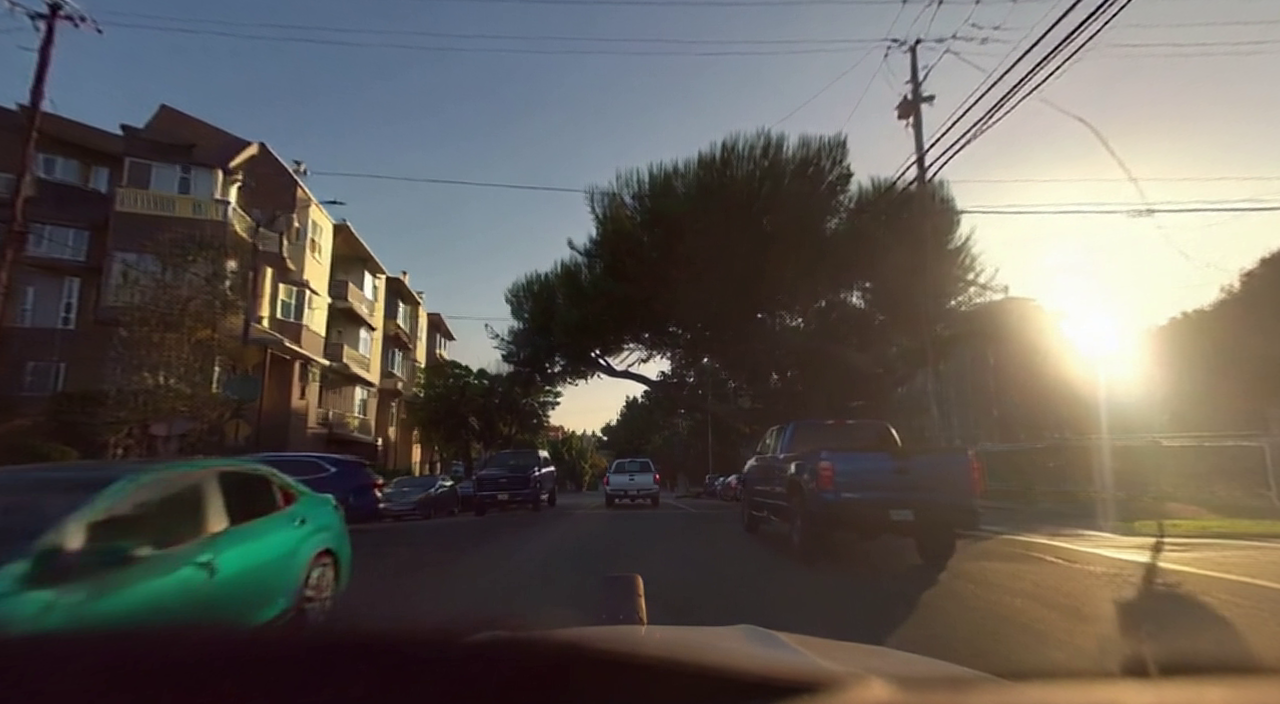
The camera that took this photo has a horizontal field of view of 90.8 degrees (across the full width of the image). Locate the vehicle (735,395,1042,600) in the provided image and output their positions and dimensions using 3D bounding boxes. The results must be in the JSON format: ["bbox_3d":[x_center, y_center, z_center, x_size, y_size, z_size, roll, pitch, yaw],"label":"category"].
[{"bbox_3d":[2.695,1.707,8.369,2.027,1.907,4.736,0,-8,-1],"label":"vehicle"}]

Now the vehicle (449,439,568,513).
[{"bbox_3d":[-3.702,3.925,19.184,2.330,1.859,6.068,0,-15,0],"label":"vehicle"}]

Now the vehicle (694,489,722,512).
[{"bbox_3d":[5.199,11.421,48.792,1.725,1.442,3.740,0,-8,-1],"label":"vehicle"}]

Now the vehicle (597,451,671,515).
[{"bbox_3d":[-0.170,4.592,22.023,2.308,1.940,4.125,-1,-12,0],"label":"vehicle"}]

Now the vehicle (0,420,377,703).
[{"bbox_3d":[-3.078,1.088,2.939,1.868,1.462,4.385,0,-8,-1],"label":"vehicle"}]
